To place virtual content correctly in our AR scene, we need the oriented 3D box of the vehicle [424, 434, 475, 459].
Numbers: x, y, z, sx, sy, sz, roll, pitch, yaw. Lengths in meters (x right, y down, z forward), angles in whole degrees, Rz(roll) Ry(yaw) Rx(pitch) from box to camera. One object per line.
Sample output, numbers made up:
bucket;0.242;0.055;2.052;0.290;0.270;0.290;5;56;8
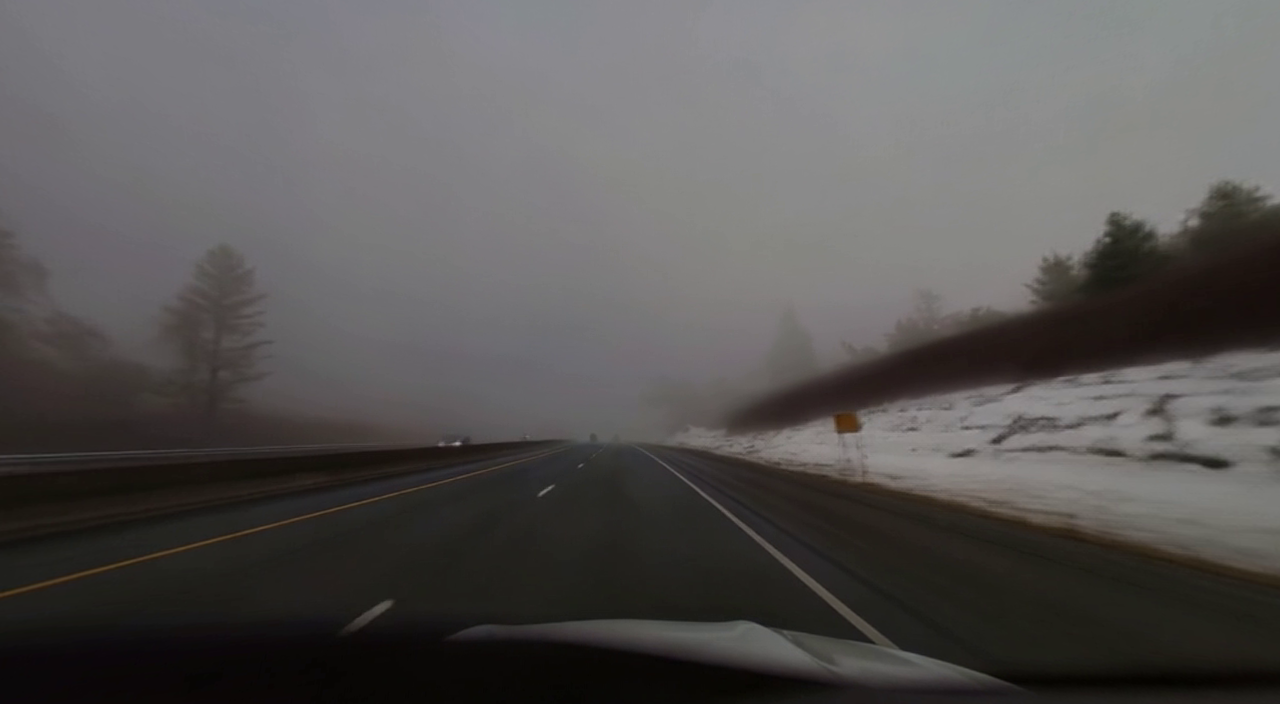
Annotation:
vehicle;-11.852;5.876;39.355;1.992;1.503;4.066;0;-8;-1
